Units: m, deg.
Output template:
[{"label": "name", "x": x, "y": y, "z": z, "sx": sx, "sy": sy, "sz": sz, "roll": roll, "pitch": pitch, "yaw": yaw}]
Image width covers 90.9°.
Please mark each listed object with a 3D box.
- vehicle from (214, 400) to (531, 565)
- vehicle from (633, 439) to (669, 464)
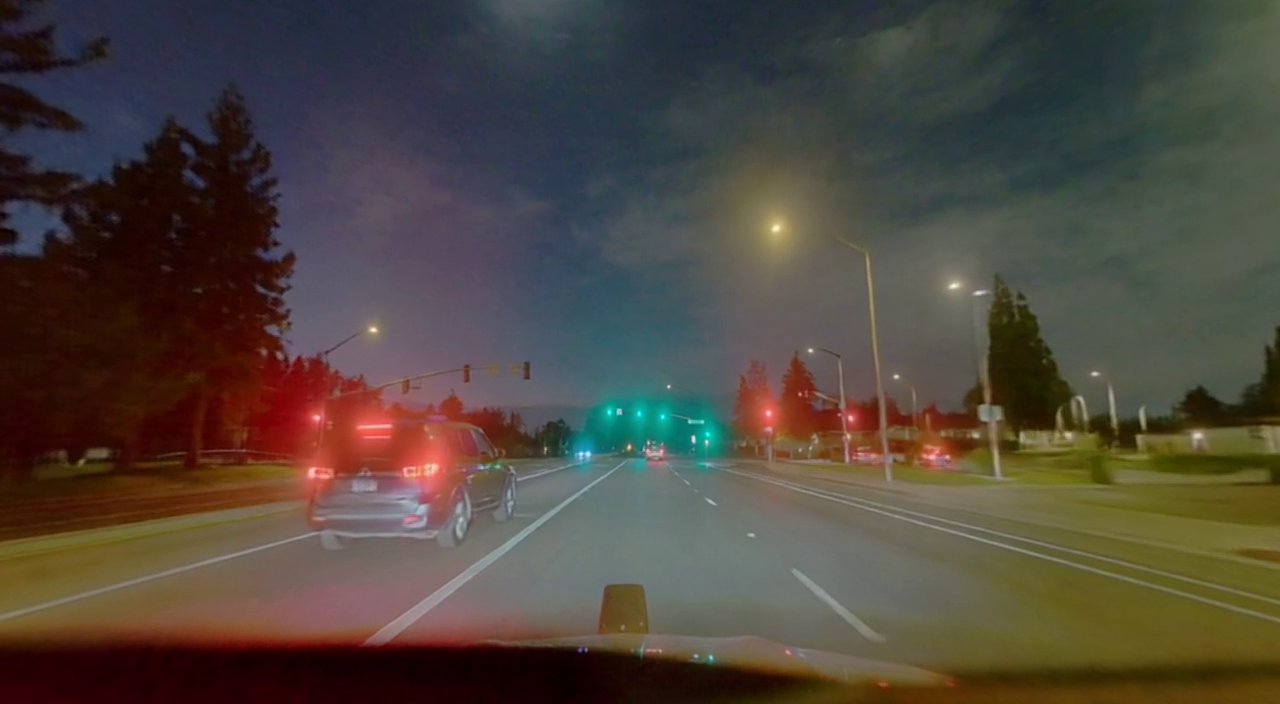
[{"label": "vehicle", "x": -3.471, "y": 1.864, "z": 9.808, "sx": 2.459, "sy": 1.825, "sz": 5.380, "roll": -1, "pitch": -8, "yaw": 2}, {"label": "vehicle", "x": 0.767, "y": 7.441, "z": 47.067, "sx": 2.437, "sy": 1.737, "sz": 4.420, "roll": 0, "pitch": -8, "yaw": -2}]
